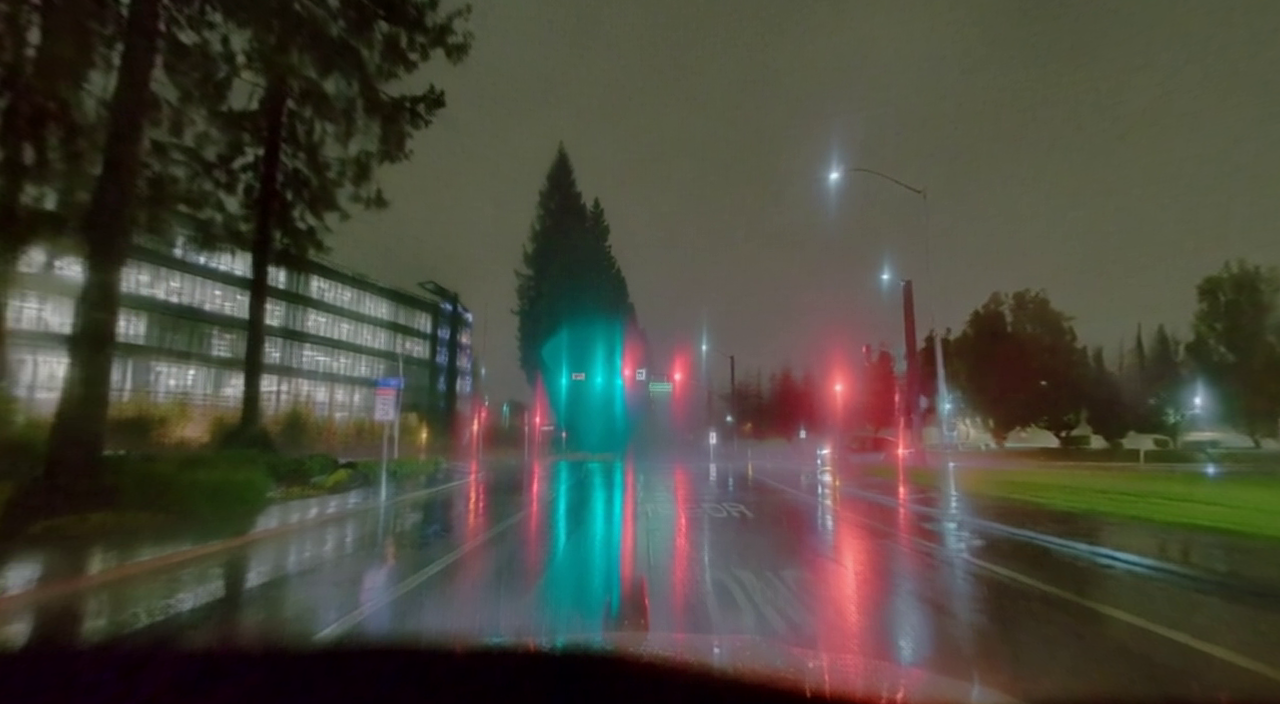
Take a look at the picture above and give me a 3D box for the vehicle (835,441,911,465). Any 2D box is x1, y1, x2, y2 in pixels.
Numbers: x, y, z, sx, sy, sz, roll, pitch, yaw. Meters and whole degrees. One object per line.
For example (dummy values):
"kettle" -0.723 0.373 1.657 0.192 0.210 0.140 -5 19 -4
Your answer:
"vehicle" 16.942 7.345 45.954 4.715 1.671 2.030 0 -8 0
